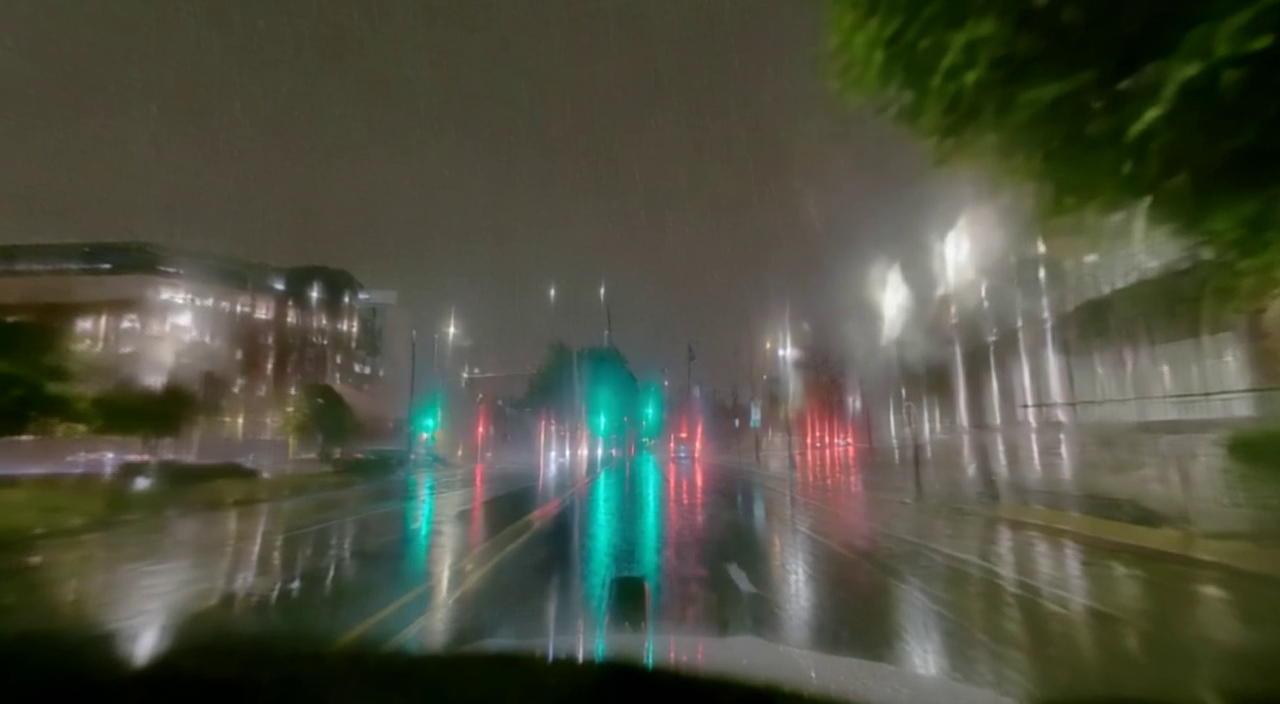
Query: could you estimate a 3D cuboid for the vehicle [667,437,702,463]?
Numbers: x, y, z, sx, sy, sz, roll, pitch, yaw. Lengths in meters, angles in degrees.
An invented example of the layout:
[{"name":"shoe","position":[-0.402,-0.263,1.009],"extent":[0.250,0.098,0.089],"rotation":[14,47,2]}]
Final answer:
[{"name":"vehicle","position":[3.009,6.755,43.516],"extent":[2.129,1.719,4.205],"rotation":[0,-8,0]}]
